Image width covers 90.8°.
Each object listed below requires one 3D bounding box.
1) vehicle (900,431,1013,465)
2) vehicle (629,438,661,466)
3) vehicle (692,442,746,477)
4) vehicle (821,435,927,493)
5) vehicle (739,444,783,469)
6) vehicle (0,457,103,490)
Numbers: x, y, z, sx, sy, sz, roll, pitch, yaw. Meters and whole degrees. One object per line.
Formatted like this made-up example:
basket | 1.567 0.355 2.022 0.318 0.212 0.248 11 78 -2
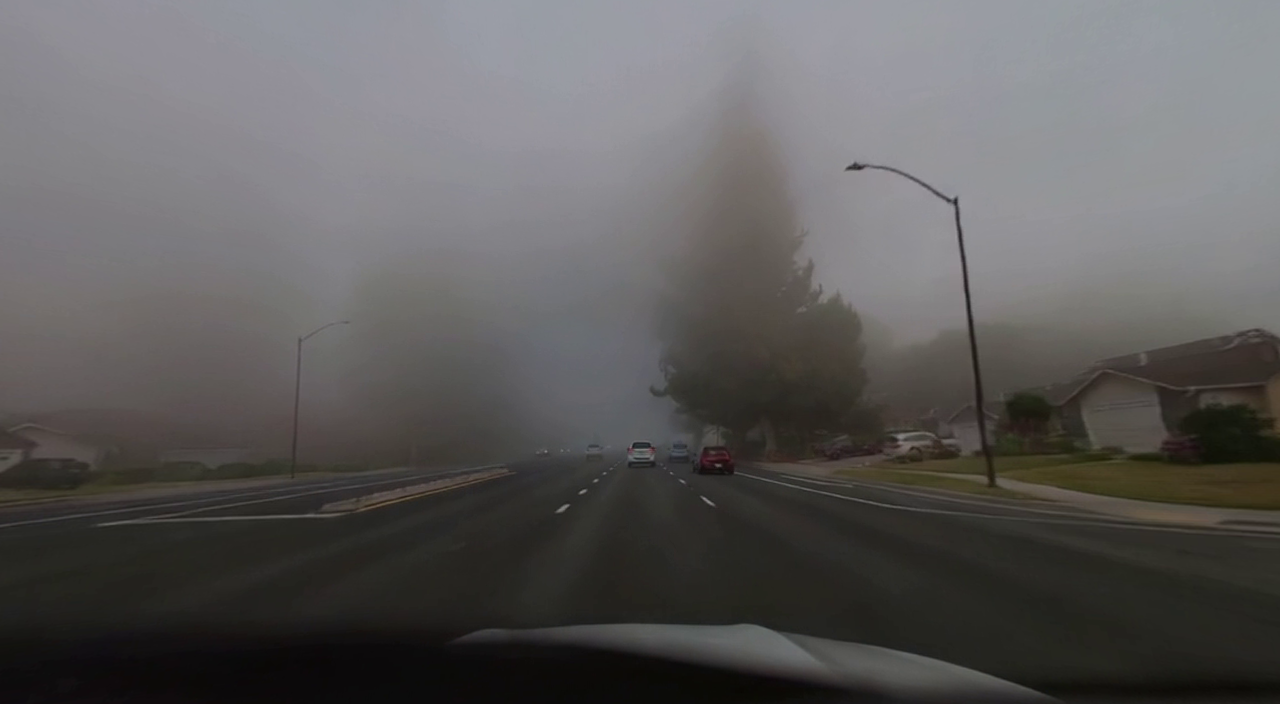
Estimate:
vehicle | 15.529 4.748 31.190 4.491 1.593 1.884 -1 -8 3
vehicle | 0.279 6.690 42.307 2.043 1.734 4.253 0 -8 -1
vehicle | 3.523 4.845 28.835 1.830 1.451 4.009 0 -8 -1
vehicle | 7.709 3.698 21.241 1.933 1.759 3.900 0 -8 -2
vehicle | 7.748 6.721 40.931 1.965 1.486 4.707 0 -8 0
vehicle | -29.949 6.107 32.127 1.806 1.476 3.985 0 -8 -1
